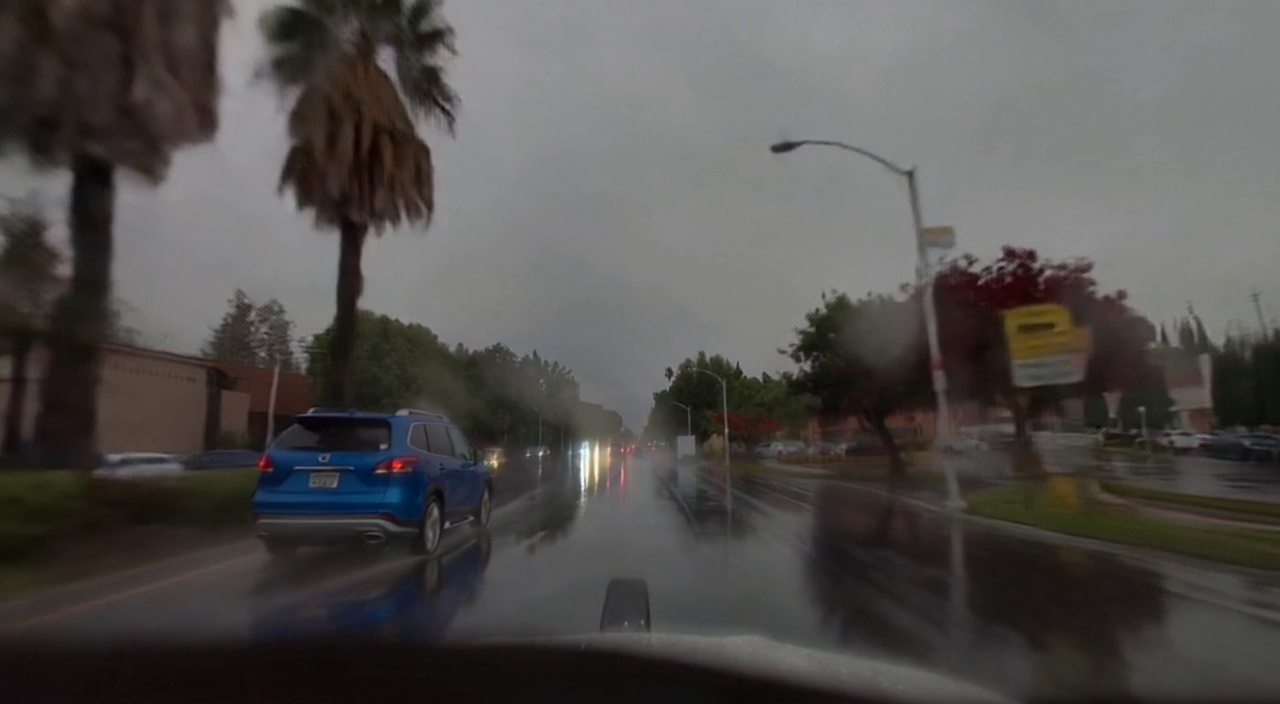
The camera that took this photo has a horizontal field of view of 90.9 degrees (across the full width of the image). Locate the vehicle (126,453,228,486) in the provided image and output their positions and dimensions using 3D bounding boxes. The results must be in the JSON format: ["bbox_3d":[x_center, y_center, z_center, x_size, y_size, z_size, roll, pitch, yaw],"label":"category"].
[{"bbox_3d":[-25.507,6.462,34.941,4.238,1.584,1.949,4,-9,-28],"label":"vehicle"}]

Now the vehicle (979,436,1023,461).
[{"bbox_3d":[27.052,7.260,47.408,1.993,1.806,4.813,-4,-9,20],"label":"vehicle"}]

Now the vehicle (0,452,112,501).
[{"bbox_3d":[-25.134,5.058,25.855,4.951,1.852,2.185,5,-10,-33],"label":"vehicle"}]

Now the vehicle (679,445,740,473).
[{"bbox_3d":[3.983,6.250,37.060,1.919,1.472,4.470,2,-9,-17],"label":"vehicle"}]

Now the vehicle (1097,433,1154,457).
[{"bbox_3d":[34.284,6.621,44.627,1.982,1.611,4.314,-4,-9,21],"label":"vehicle"}]

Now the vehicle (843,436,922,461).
[{"bbox_3d":[16.809,6.720,43.775,4.705,1.630,1.887,-6,-10,32],"label":"vehicle"}]

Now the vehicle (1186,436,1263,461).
[{"bbox_3d":[35.885,5.953,38.845,1.815,1.419,4.726,-4,-9,22],"label":"vehicle"}]

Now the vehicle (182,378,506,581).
[{"bbox_3d":[-3.399,1.594,8.539,2.152,1.987,4.527,0,-9,0],"label":"vehicle"}]
